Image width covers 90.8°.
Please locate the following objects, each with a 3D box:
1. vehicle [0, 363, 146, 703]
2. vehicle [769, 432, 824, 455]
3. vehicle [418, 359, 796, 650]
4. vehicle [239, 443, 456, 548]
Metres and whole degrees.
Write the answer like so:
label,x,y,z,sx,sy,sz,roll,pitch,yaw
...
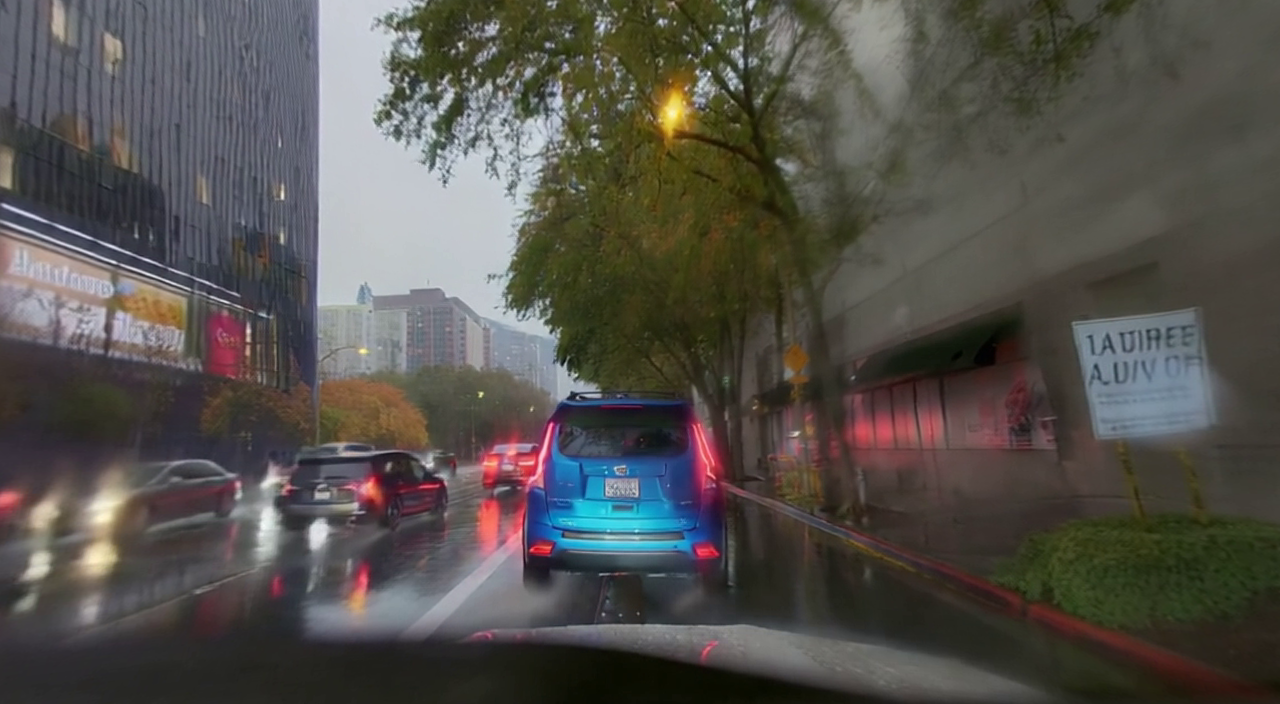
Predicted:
label,x,y,z,sx,sy,sz,roll,pitch,yaw
vehicle,-3.196,0.639,0.600,1.971,1.658,4.428,0,-8,-2
vehicle,10.282,5.996,41.235,1.877,1.416,3.965,-8,-12,39
vehicle,-0.347,1.327,6.535,2.531,1.930,4.382,0,-8,-4
vehicle,-4.755,2.345,11.144,1.876,1.448,4.464,0,-8,-3
